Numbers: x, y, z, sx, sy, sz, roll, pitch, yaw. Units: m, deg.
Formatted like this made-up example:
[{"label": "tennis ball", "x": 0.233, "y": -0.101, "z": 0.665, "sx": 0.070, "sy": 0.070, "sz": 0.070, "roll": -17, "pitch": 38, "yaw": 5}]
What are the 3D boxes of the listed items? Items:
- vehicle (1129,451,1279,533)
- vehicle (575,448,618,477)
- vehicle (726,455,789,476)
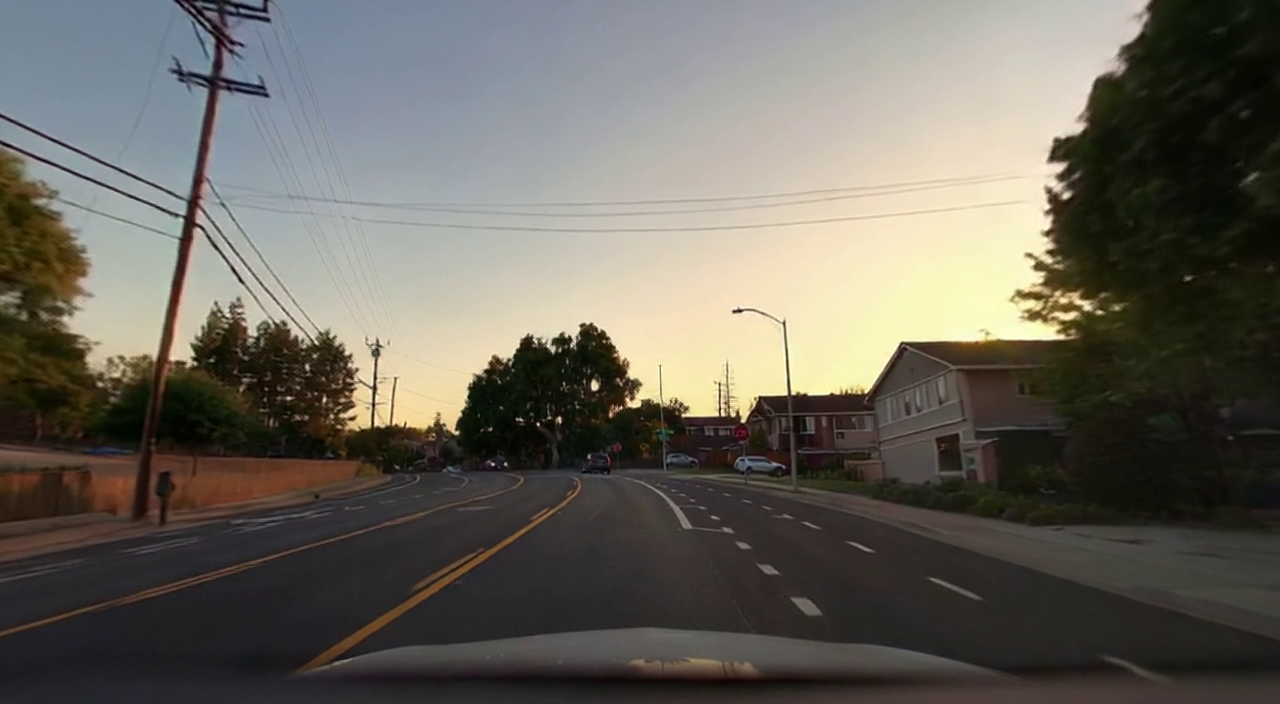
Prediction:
[{"label": "vehicle", "x": 12.209, "y": 2.672, "z": 12.201, "sx": 3.959, "sy": 1.382, "sz": 1.906, "roll": 1, "pitch": -13, "yaw": -7}, {"label": "vehicle", "x": -3.116, "y": 7.694, "z": 44.228, "sx": 2.284, "sy": 1.741, "sz": 4.702, "roll": 4, "pitch": -8, "yaw": -11}, {"label": "vehicle", "x": 9.146, "y": 8.815, "z": 49.093, "sx": 4.383, "sy": 1.508, "sz": 1.884, "roll": 1, "pitch": -8, "yaw": -10}]
